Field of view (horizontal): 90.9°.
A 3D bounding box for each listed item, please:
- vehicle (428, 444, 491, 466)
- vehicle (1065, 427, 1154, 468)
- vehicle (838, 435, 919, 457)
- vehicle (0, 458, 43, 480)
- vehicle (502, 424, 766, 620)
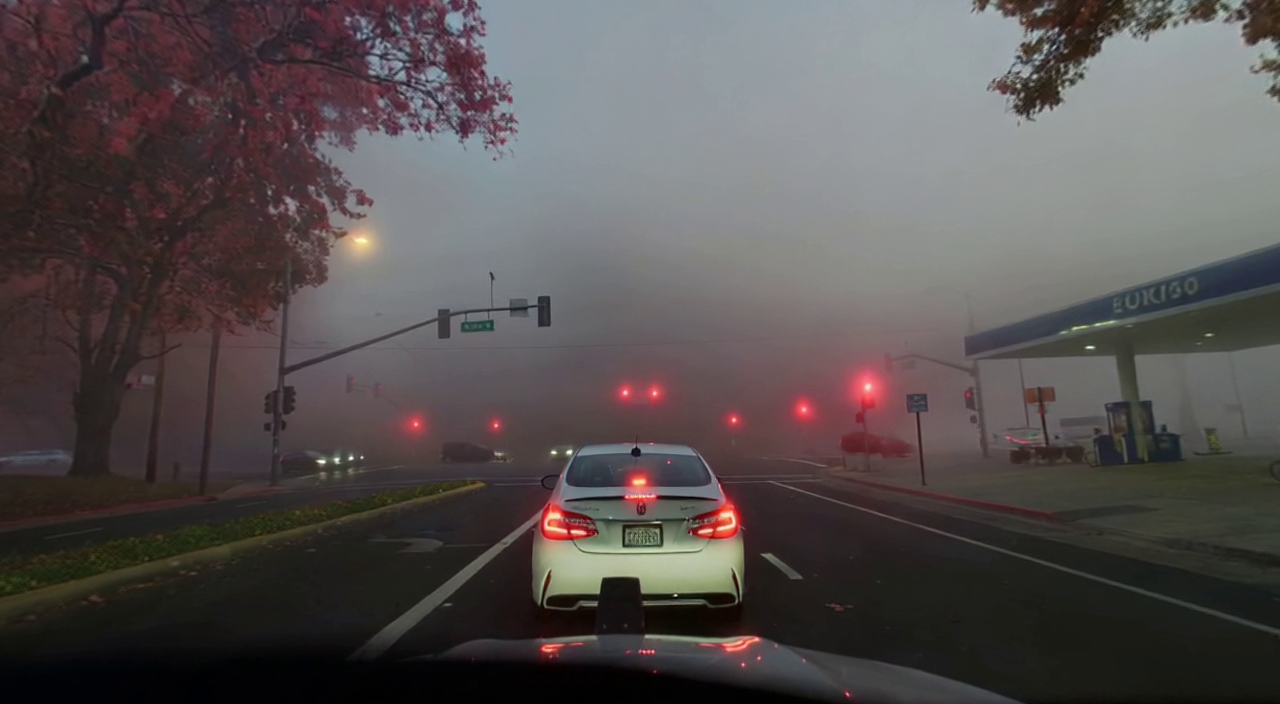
[{"bbox_3d":[-13.097,7.461,45.838,3.975,1.563,1.755,-1,-8,5],"label":"vehicle"},{"bbox_3d":[18.599,3.755,24.884,4.091,1.495,2.053,8,-12,-44],"label":"vehicle"},{"bbox_3d":[16.483,6.537,43.690,4.813,1.455,1.889,-1,-8,3],"label":"vehicle"},{"bbox_3d":[-44.862,8.176,44.163,4.380,1.409,1.841,-1,-8,5],"label":"vehicle"},{"bbox_3d":[-0.043,1.600,6.908,2.010,1.482,4.057,0,-8,0],"label":"vehicle"}]
